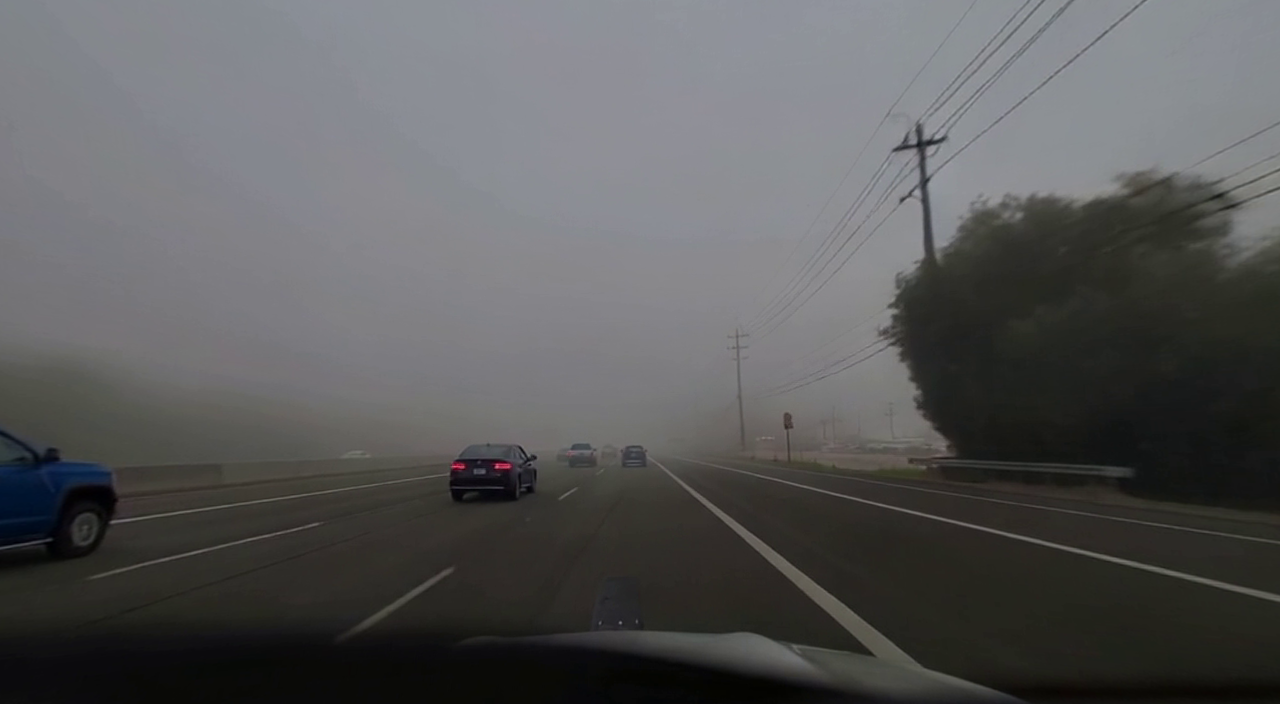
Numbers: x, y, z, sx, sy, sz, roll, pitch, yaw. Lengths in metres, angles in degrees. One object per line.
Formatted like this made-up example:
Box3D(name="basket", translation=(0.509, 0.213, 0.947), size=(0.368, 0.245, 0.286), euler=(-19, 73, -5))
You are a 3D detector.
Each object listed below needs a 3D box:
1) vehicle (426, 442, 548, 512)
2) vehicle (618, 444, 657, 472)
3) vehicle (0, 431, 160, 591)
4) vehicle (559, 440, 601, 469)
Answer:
Box3D(name="vehicle", translation=(-3.575, 2.976, 15.584), size=(1.938, 1.444, 4.206), euler=(0, -8, 0))
Box3D(name="vehicle", translation=(-0.140, 5.857, 35.099), size=(2.030, 1.471, 4.115), euler=(0, -8, 0))
Box3D(name="vehicle", translation=(-7.021, 1.433, 5.502), size=(1.959, 1.496, 4.740), euler=(0, -8, 0))
Box3D(name="vehicle", translation=(-3.822, 6.602, 40.824), size=(2.244, 1.752, 4.439), euler=(0, -8, 0))
